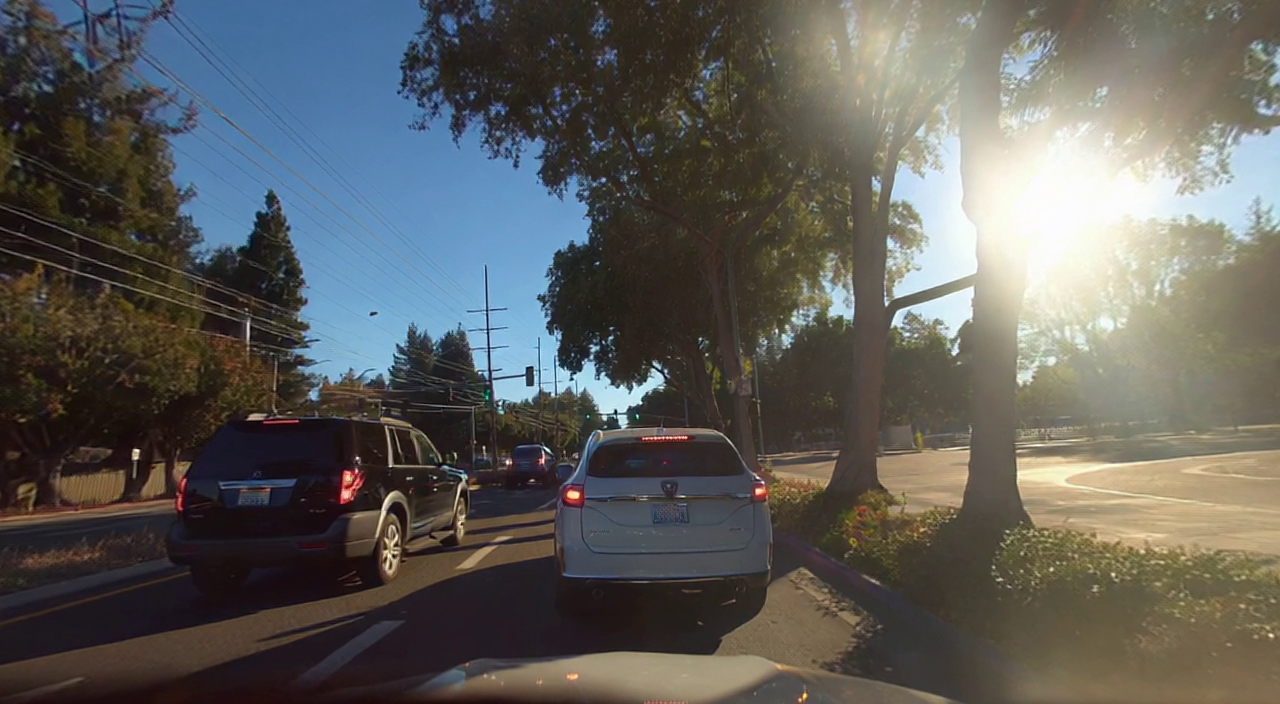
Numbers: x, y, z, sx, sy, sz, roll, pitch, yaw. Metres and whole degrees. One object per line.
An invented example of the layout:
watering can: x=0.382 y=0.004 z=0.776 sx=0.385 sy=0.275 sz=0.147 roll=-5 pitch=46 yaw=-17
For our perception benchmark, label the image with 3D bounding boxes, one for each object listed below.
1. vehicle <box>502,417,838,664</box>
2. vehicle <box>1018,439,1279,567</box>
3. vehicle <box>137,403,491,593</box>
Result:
vehicle: x=0.112 y=1.451 z=5.944 sx=2.056 sy=1.487 sz=4.003 roll=0 pitch=-9 yaw=-2
vehicle: x=8.382 y=2.157 z=9.923 sx=1.993 sy=1.508 sz=4.521 roll=0 pitch=-9 yaw=-1
vehicle: x=-3.474 y=1.647 z=7.960 sx=2.105 sy=1.706 sz=4.337 roll=0 pitch=-9 yaw=0
